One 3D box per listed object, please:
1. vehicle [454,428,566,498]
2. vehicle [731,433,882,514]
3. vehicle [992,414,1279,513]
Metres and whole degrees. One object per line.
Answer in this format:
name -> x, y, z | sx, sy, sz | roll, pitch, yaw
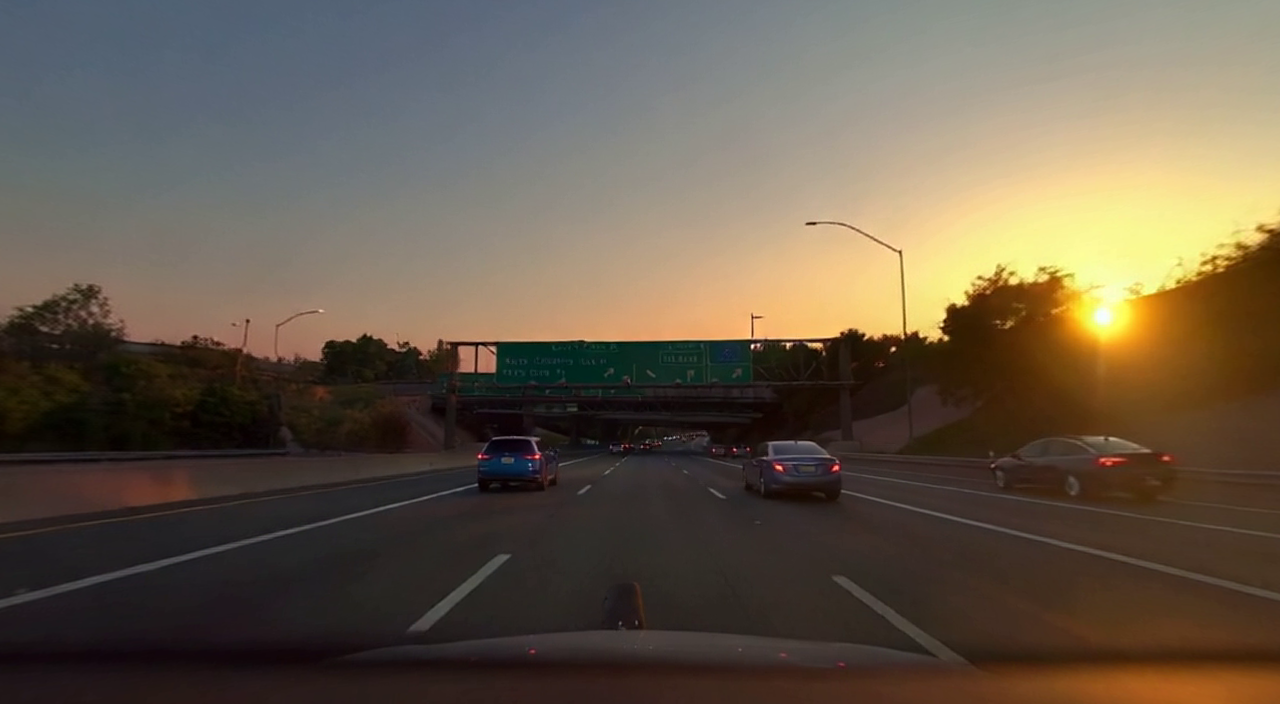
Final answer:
vehicle -> -3.550, 3.131, 18.217 | 2.193, 1.746, 4.512 | 0, -9, 1
vehicle -> 3.573, 2.721, 14.700 | 2.107, 1.550, 4.949 | 0, -9, -1
vehicle -> 11.135, 2.564, 14.966 | 2.223, 1.865, 5.704 | 0, -9, -1
